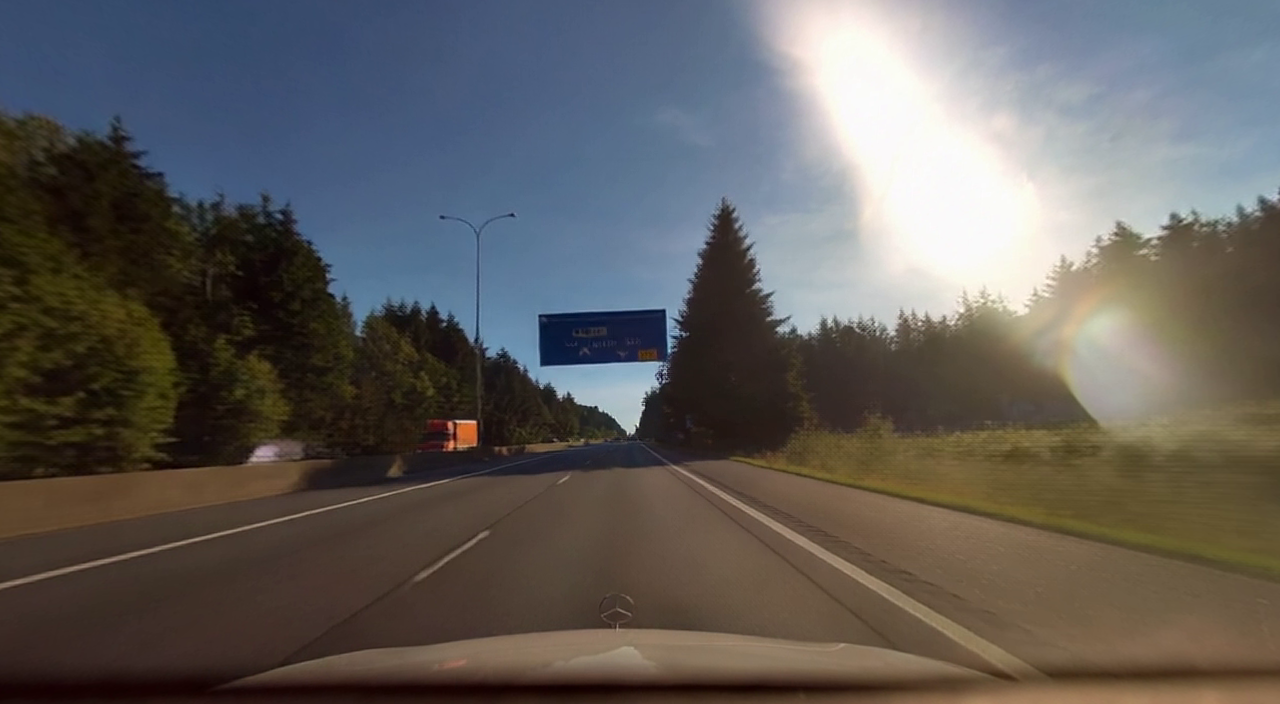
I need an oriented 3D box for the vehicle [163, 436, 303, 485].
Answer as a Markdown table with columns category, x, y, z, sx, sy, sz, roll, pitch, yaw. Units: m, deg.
| category | x | y | z | sx | sy | sz | roll | pitch | yaw |
| --- | --- | --- | --- | --- | --- | --- | --- | --- | --- |
| vehicle | -13.715 | 3.651 | 21.567 | 1.941 | 1.486 | 4.335 | 0 | -8 | -1 |
